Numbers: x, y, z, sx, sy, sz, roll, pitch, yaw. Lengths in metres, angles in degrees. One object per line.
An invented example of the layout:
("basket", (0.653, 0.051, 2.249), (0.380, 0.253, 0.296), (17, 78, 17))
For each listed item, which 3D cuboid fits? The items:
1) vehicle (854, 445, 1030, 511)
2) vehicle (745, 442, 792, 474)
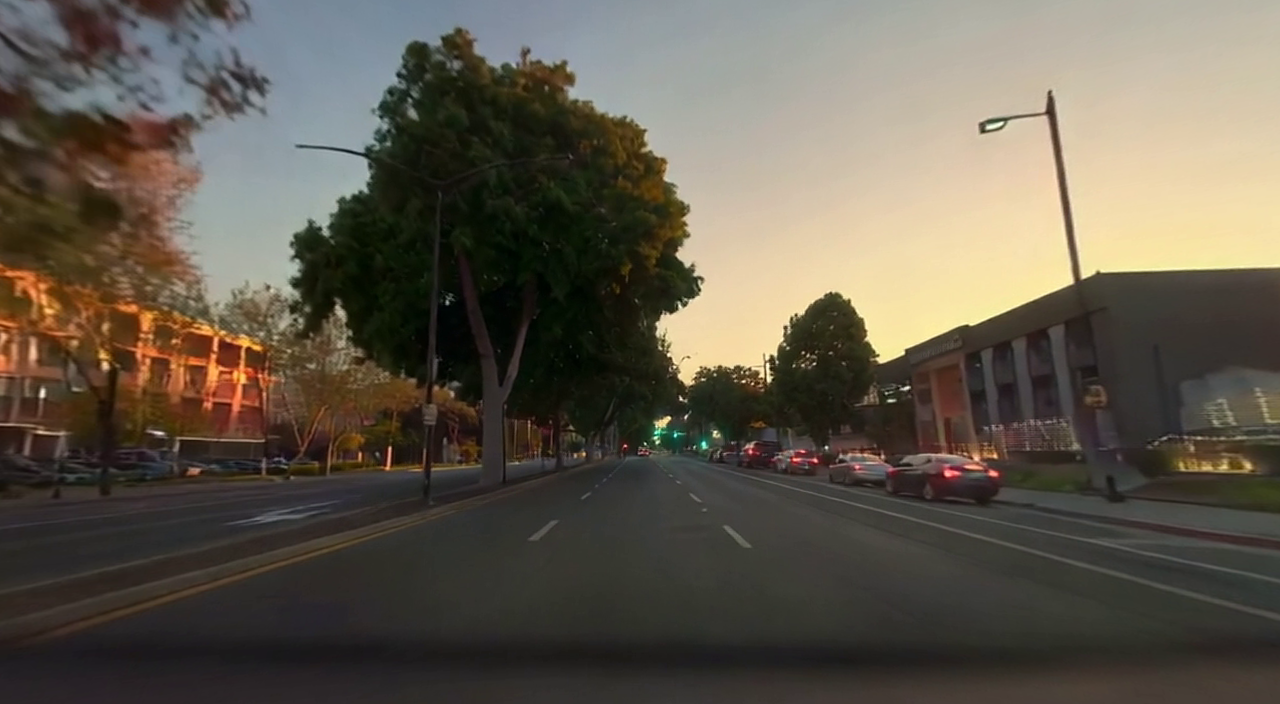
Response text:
("vehicle", (7.494, 3.135, 16.377), (2.066, 1.451, 4.783), (0, -8, -2))
("vehicle", (7.582, 6.313, 37.842), (1.939, 1.761, 4.711), (0, -8, 1))
